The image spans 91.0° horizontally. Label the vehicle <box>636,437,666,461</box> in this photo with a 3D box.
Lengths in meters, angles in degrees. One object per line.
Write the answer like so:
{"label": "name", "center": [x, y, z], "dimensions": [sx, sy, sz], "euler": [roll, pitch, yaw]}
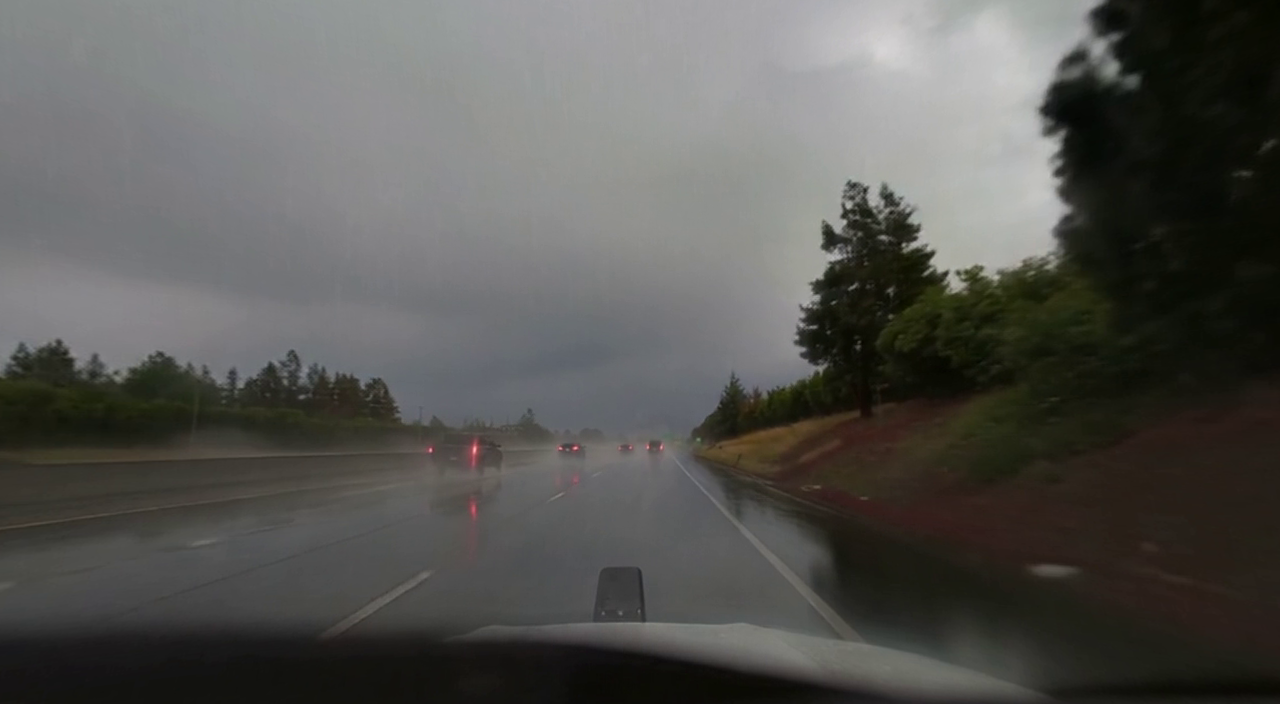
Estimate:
{"label": "vehicle", "center": [0.816, 7.238, 47.213], "dimensions": [2.141, 1.706, 4.065], "euler": [0, -8, 0]}

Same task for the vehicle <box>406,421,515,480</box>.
{"label": "vehicle", "center": [-6.669, 3.743, 24.203], "dimensions": [2.438, 1.967, 5.596], "euler": [0, -8, 1]}
